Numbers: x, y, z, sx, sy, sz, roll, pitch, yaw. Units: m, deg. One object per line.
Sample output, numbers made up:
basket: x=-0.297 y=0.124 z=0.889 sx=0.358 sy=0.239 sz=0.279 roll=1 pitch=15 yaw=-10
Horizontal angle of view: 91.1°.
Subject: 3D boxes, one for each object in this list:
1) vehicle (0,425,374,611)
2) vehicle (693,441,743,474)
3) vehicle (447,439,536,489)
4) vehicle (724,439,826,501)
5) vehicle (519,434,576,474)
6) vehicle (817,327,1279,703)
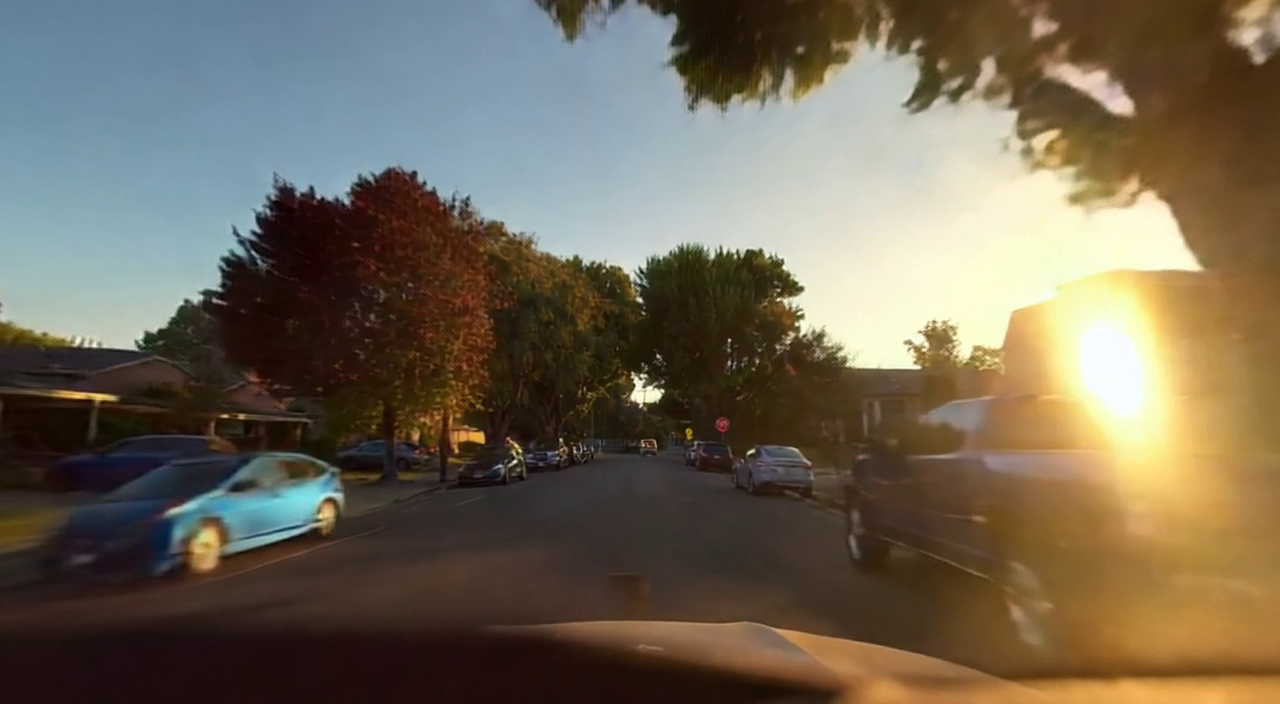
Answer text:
vehicle: x=-5.298 y=1.734 z=7.708 sx=1.895 sy=1.530 sz=4.496 roll=2 pitch=-8 yaw=2
vehicle: x=3.744 y=5.149 z=30.912 sx=1.987 sy=1.518 sz=4.686 roll=0 pitch=-8 yaw=2
vehicle: x=-5.185 y=3.944 z=22.584 sx=1.872 sy=1.515 sz=4.535 roll=1 pitch=-8 yaw=2
vehicle: x=3.642 y=3.266 z=17.841 sx=1.871 sy=1.514 sz=4.553 roll=0 pitch=-8 yaw=0
vehicle: x=-4.690 y=5.243 z=32.570 sx=2.162 sy=1.857 sz=4.758 roll=2 pitch=-8 yaw=1
vehicle: x=3.311 y=1.180 z=5.306 sx=2.240 sy=1.911 sz=4.878 roll=0 pitch=-8 yaw=1
